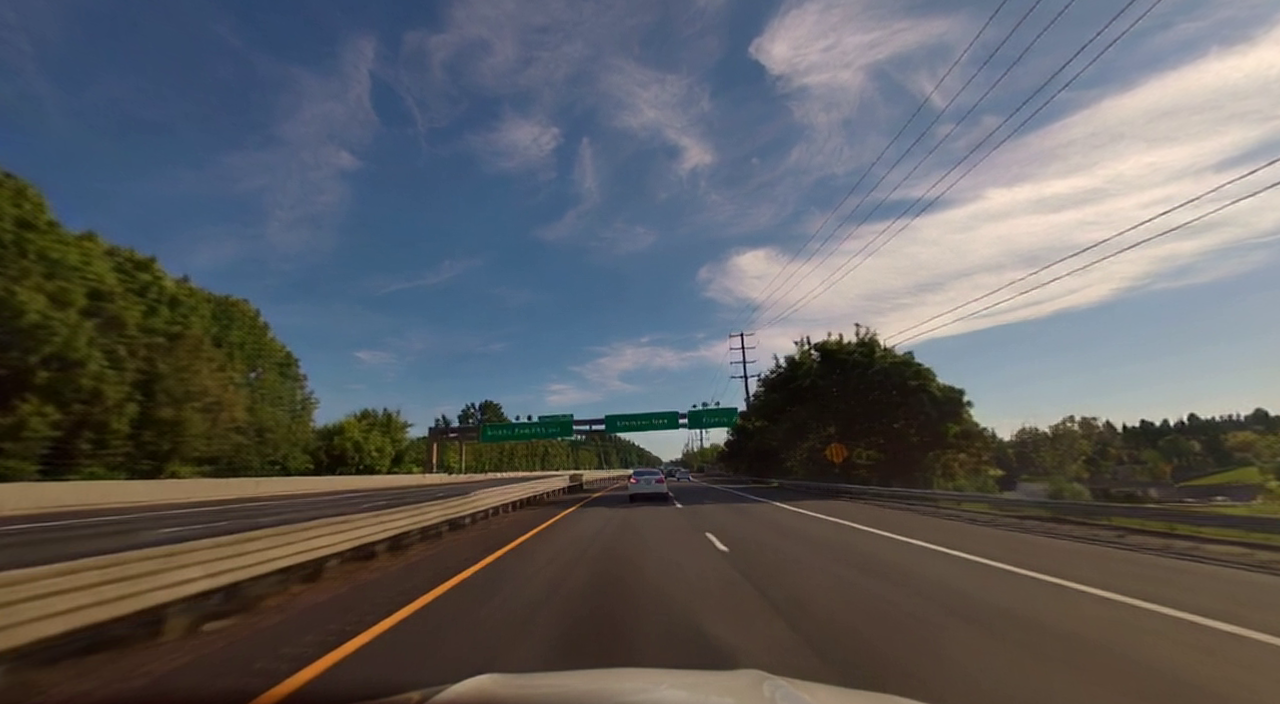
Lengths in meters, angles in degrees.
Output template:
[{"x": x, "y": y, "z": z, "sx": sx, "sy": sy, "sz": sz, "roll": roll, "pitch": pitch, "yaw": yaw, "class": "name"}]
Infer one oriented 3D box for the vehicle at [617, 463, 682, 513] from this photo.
[{"x": 0.302, "y": 4.490, "z": 21.134, "sx": 1.987, "sy": 1.480, "sz": 3.786, "roll": 1, "pitch": -10, "yaw": 0, "class": "vehicle"}]
